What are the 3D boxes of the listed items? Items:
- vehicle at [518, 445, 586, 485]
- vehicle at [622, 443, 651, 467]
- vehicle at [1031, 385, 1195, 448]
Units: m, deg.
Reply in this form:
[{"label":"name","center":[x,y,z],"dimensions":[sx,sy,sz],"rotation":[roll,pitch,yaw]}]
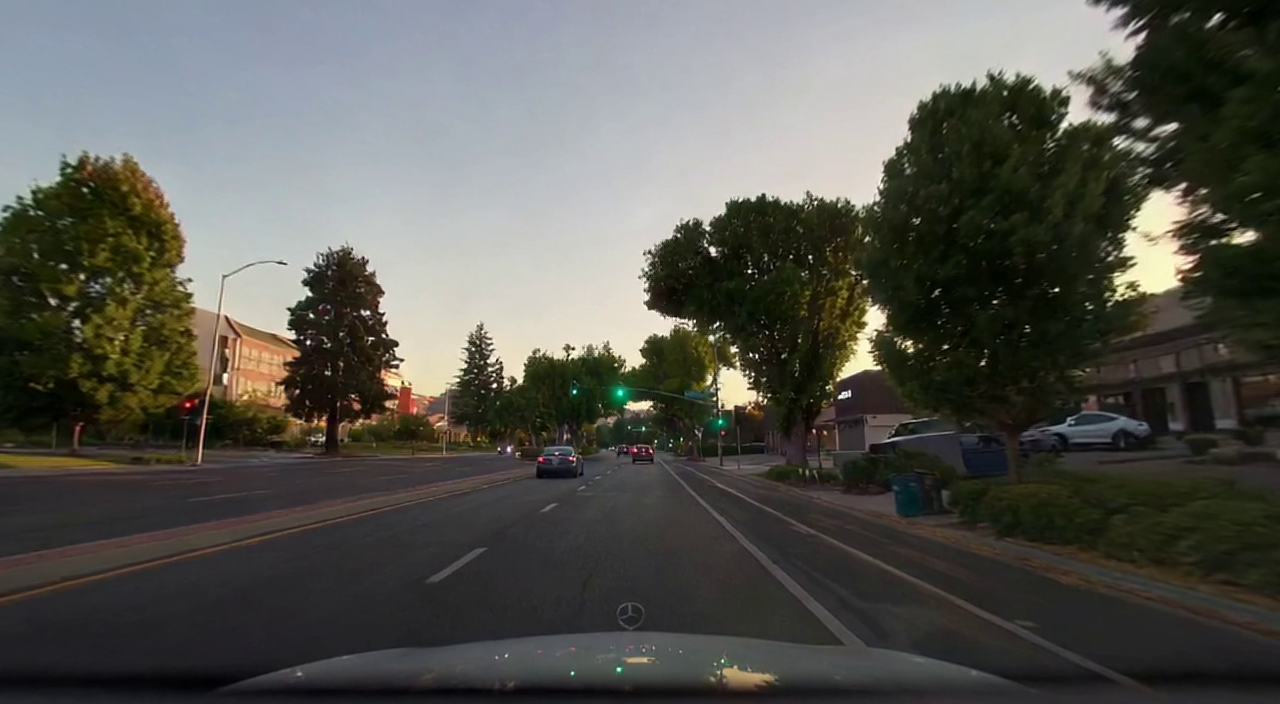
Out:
[{"label":"vehicle","center":[-3.439,4.508,25.509],"dimensions":[2.015,1.470,4.458],"rotation":[0,-8,1]},{"label":"vehicle","center":[-0.279,8.048,49.490],"dimensions":[2.153,1.764,4.047],"rotation":[0,-8,-1]},{"label":"vehicle","center":[15.902,2.264,21.475],"dimensions":[3.888,1.599,1.922],"rotation":[-8,-13,20]}]
